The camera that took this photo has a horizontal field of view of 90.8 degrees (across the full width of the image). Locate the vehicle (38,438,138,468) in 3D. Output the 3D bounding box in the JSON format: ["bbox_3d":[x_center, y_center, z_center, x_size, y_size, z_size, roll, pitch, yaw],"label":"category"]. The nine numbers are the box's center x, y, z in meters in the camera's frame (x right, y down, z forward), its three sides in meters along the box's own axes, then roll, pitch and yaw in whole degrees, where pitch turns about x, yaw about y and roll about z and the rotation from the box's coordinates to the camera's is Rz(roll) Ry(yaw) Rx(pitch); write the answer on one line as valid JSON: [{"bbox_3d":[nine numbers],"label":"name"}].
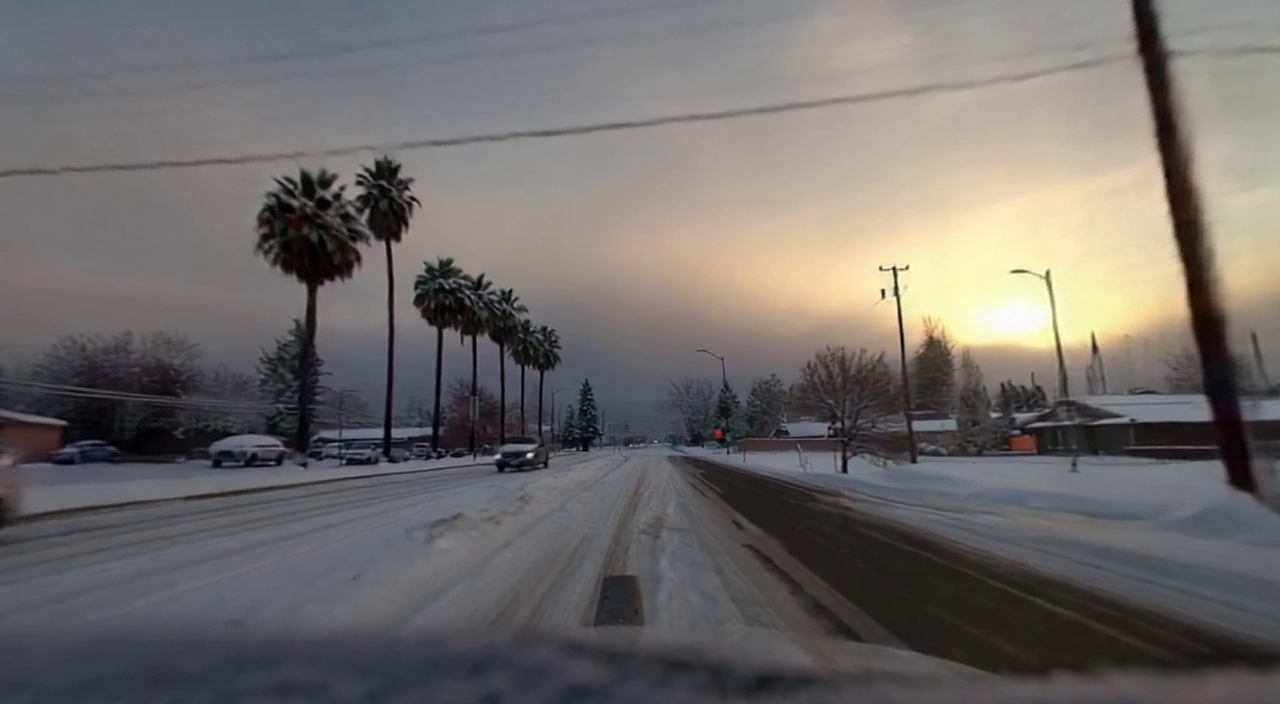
[{"bbox_3d":[-39.221,7.171,45.053,4.768,1.945,2.386,3,-8,-26],"label":"vehicle"}]

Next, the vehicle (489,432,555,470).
[{"bbox_3d":[-6.073,5.161,33.310,2.139,1.794,5.925,0,-8,2],"label":"vehicle"}]

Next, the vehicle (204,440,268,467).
[{"bbox_3d":[-29.081,7.287,45.399,4.687,1.649,1.993,-7,-5,31],"label":"vehicle"}]
